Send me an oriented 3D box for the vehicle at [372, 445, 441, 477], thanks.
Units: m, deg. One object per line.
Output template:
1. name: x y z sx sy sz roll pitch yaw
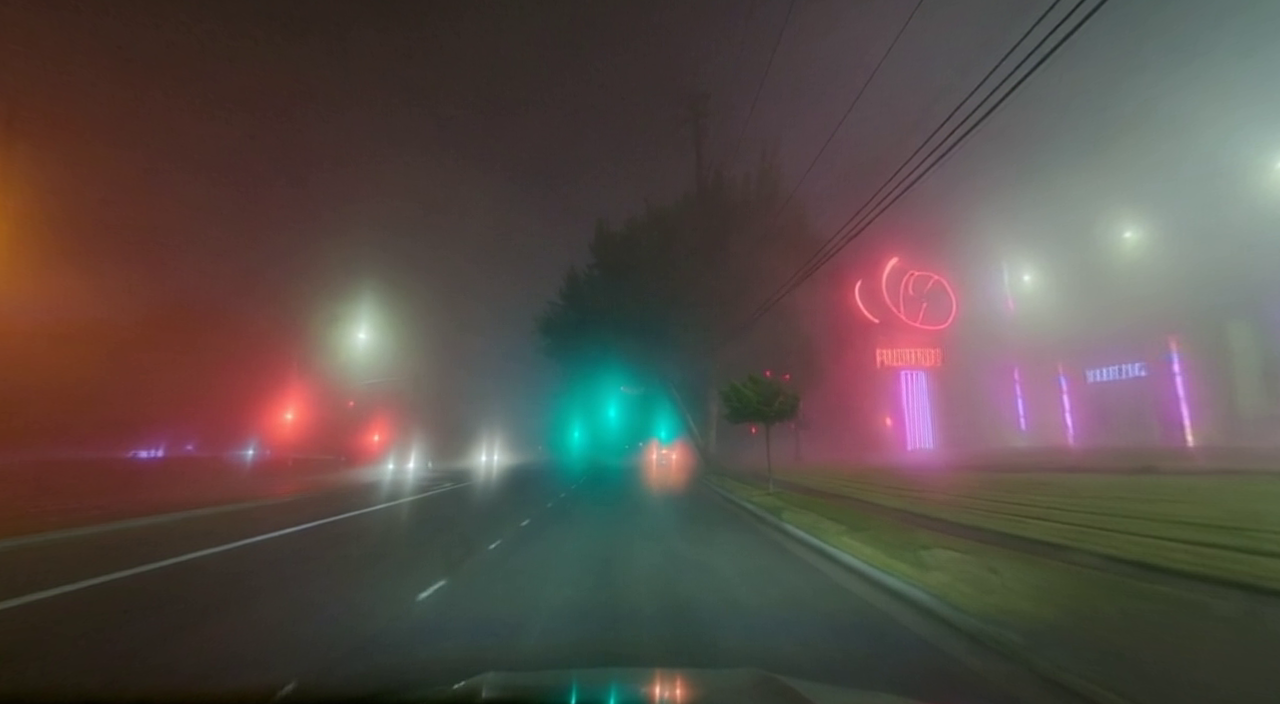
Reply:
1. vehicle: -13.003 6.063 35.362 2.145 1.660 4.423 0 -9 0

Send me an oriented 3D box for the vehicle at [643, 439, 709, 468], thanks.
1. vehicle: 2.227 6.117 38.123 2.191 1.607 4.361 -5 -10 31
